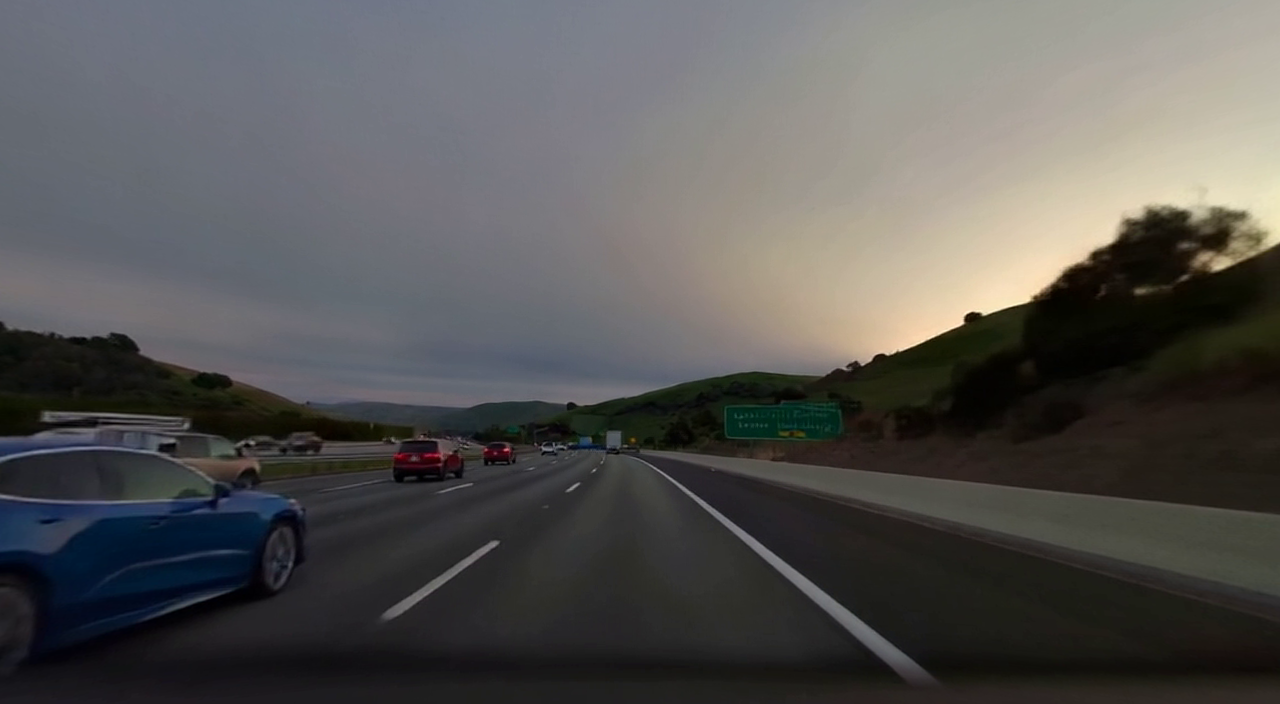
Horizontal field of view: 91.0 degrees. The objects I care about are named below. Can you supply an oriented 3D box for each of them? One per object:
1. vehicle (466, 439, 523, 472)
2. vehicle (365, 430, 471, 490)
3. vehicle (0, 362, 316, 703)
[{"bbox_3d":[-7.901,5.666,34.703,2.099,1.644,4.638,1,-9,-1],"label":"vehicle"},{"bbox_3d":[-7.148,3.522,20.825,2.081,1.740,4.268,1,-9,-3],"label":"vehicle"},{"bbox_3d":[-3.901,0.929,3.051,2.180,1.685,4.668,1,-9,0],"label":"vehicle"}]
